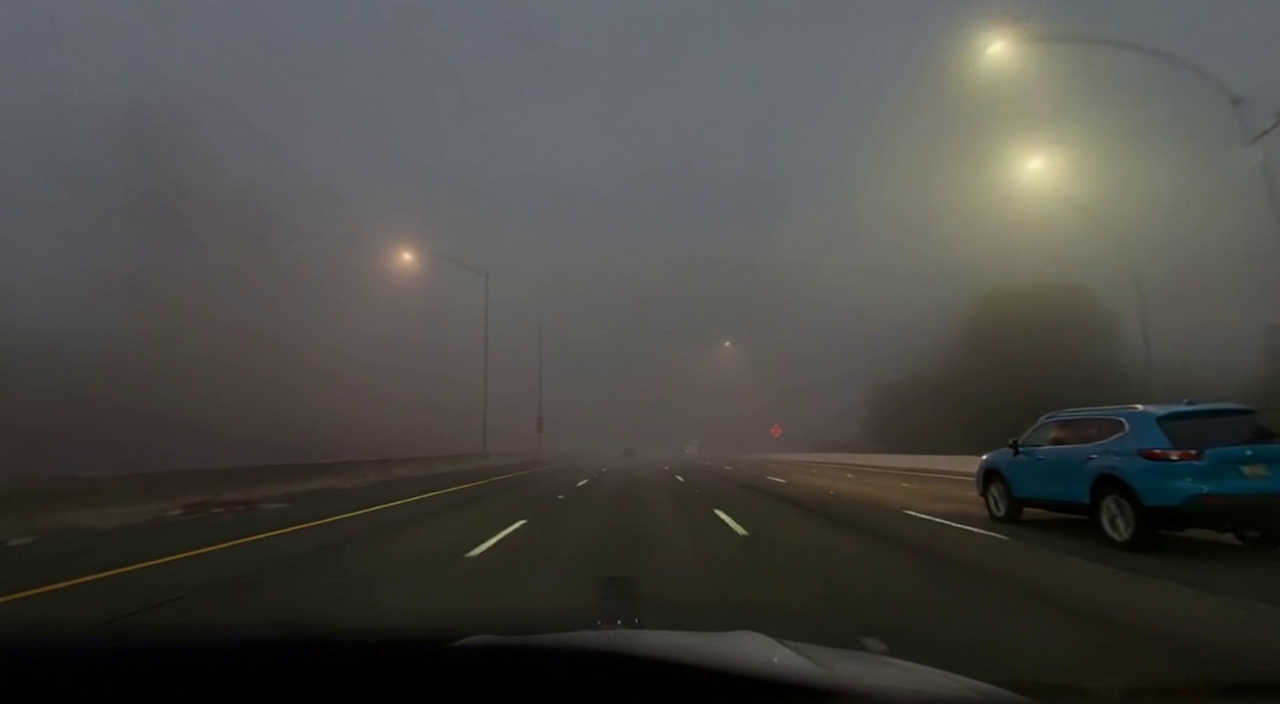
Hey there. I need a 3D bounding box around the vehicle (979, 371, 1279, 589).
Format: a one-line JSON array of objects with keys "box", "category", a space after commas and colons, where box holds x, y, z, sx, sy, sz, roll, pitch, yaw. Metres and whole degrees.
[{"box": [6.648, 1.449, 7.870, 2.222, 1.899, 4.595, 0, -8, 0], "category": "vehicle"}]
